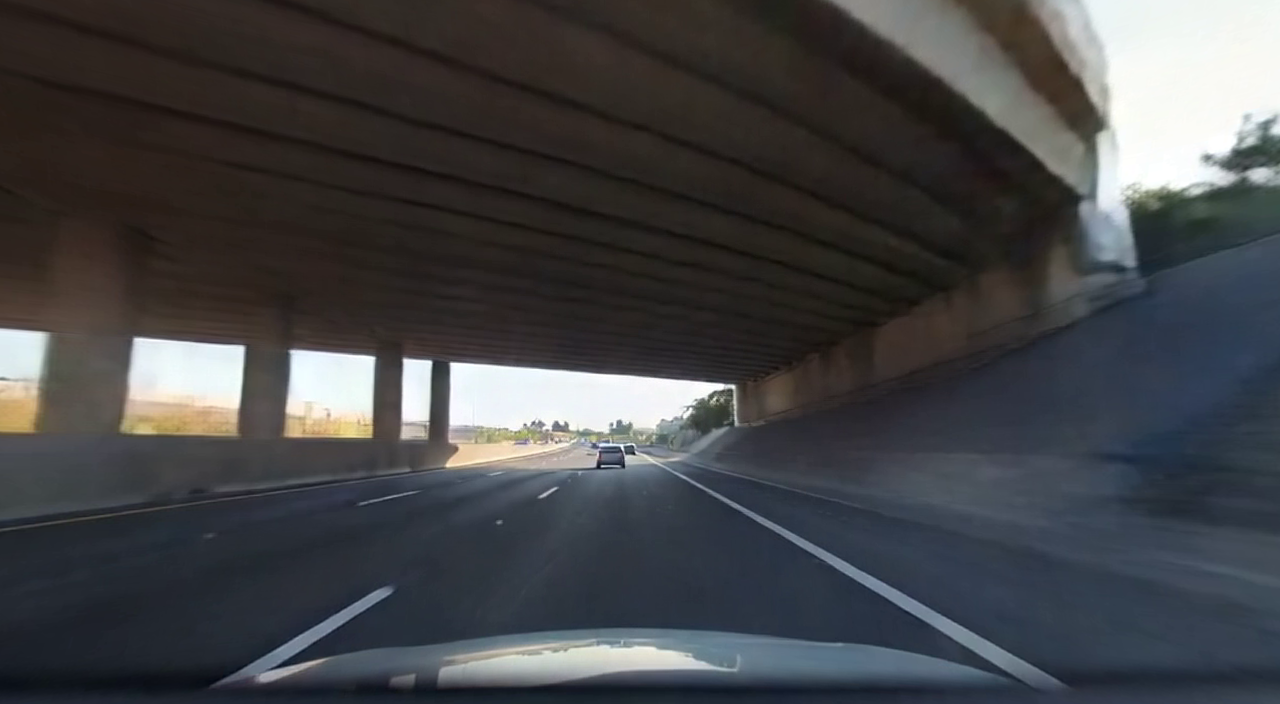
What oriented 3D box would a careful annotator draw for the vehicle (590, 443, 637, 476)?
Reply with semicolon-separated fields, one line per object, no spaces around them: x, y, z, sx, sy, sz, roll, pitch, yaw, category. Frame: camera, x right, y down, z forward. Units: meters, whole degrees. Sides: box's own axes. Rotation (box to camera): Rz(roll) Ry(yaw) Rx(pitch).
-1.244;5.282;31.018;2.055;1.509;4.255;-1;-9;1;vehicle
